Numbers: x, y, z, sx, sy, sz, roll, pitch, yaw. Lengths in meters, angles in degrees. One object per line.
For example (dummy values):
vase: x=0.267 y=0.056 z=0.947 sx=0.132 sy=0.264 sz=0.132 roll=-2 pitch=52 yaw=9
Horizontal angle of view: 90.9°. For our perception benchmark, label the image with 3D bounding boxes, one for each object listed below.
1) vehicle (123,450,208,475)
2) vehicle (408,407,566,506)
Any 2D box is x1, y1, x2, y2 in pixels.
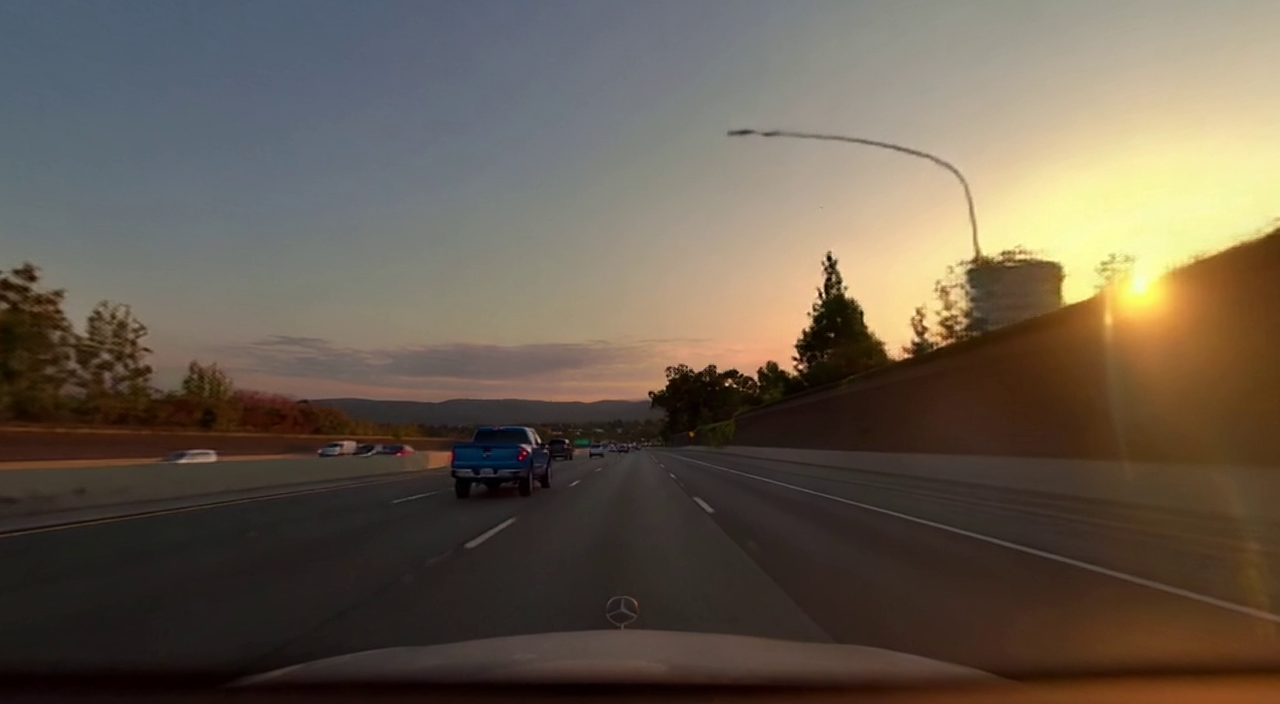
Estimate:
vehicle: x=-33.040 y=7.677 z=44.079 sx=1.909 sy=1.555 sz=5.107 roll=0 pitch=-8 yaw=1
vehicle: x=-3.760 y=2.774 z=17.126 sx=2.604 sy=2.170 sz=6.271 roll=0 pitch=-8 yaw=1
